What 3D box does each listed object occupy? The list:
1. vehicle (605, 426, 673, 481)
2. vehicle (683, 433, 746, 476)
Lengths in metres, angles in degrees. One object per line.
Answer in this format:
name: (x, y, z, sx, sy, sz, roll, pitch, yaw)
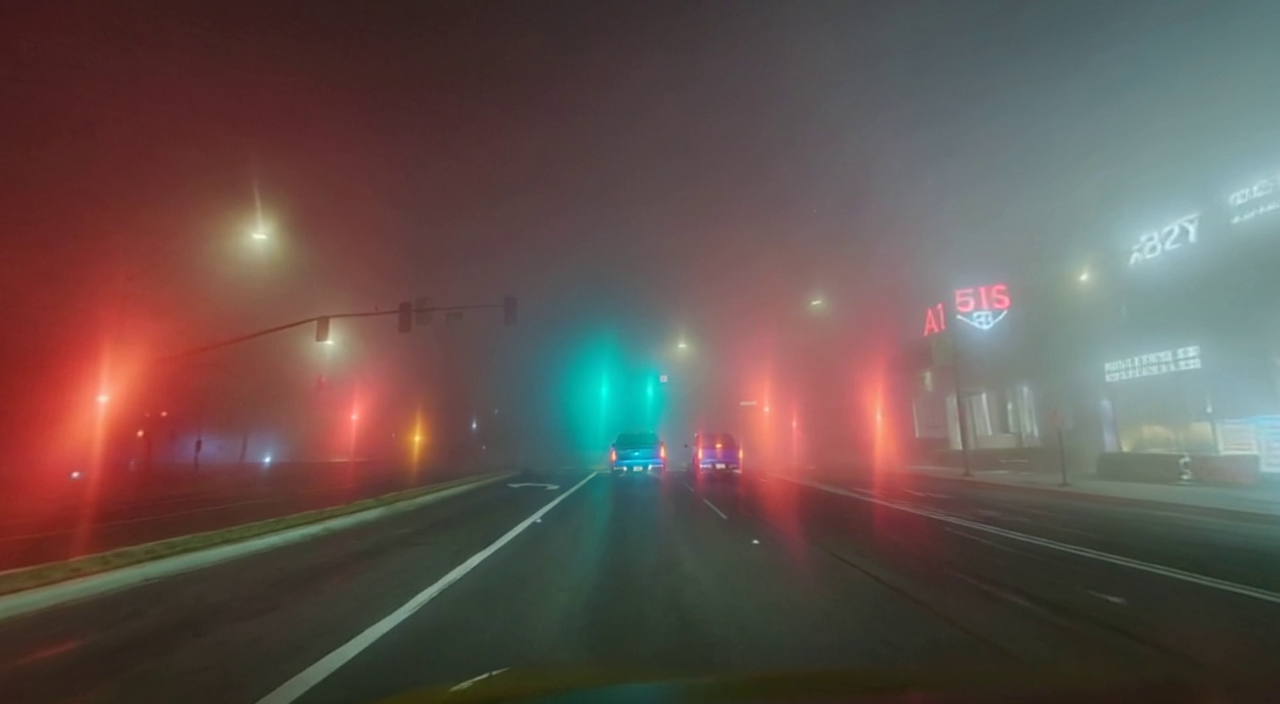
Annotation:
vehicle: (-0.121, 3.968, 24.865, 2.413, 1.939, 4.716, 0, -8, -2)
vehicle: (3.203, 4.519, 28.129, 2.107, 1.736, 4.228, 0, -9, -2)
